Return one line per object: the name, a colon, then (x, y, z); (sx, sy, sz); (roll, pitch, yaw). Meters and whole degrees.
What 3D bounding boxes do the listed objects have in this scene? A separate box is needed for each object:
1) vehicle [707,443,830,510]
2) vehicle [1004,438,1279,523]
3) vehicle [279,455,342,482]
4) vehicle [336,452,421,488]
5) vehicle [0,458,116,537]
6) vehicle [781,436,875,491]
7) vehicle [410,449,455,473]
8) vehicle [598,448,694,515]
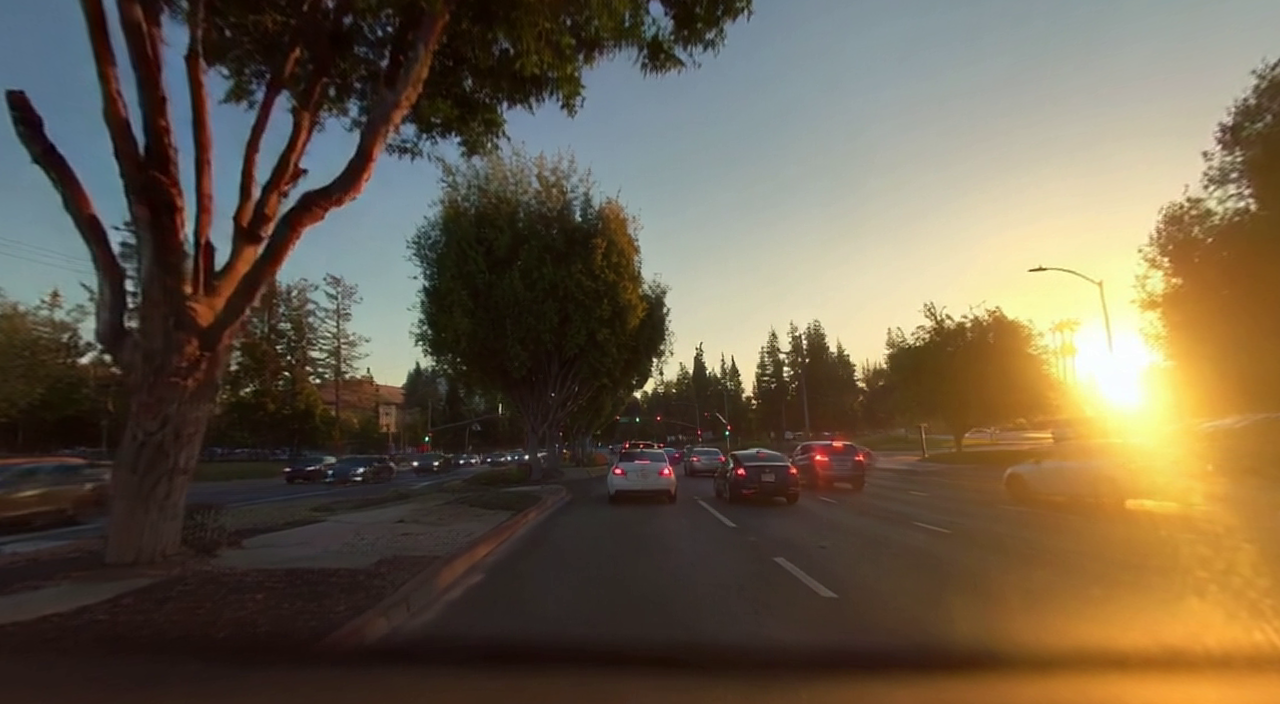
vehicle: (3.087, 3.102, 16.375); (1.970, 1.445, 4.974); (0, -9, -2)
vehicle: (10.536, 2.678, 13.846); (1.890, 1.488, 5.113); (0, -9, -2)
vehicle: (-22.463, 7.919, 43.298); (1.889, 1.651, 4.512); (0, -9, 0)
vehicle: (-12.114, 5.453, 29.590); (2.002, 1.500, 4.536); (0, -9, 0)
vehicle: (-13.507, 2.931, 12.802); (2.018, 1.469, 4.916); (1, -9, -7)
vehicle: (6.378, 3.814, 21.935); (1.931, 1.685, 4.054); (0, -9, -1)
vehicle: (-15.925, 8.376, 48.770); (1.908, 1.703, 4.547); (0, -9, 0)
vehicle: (0.068, 2.992, 15.162); (1.990, 1.347, 4.067); (0, -9, -2)
